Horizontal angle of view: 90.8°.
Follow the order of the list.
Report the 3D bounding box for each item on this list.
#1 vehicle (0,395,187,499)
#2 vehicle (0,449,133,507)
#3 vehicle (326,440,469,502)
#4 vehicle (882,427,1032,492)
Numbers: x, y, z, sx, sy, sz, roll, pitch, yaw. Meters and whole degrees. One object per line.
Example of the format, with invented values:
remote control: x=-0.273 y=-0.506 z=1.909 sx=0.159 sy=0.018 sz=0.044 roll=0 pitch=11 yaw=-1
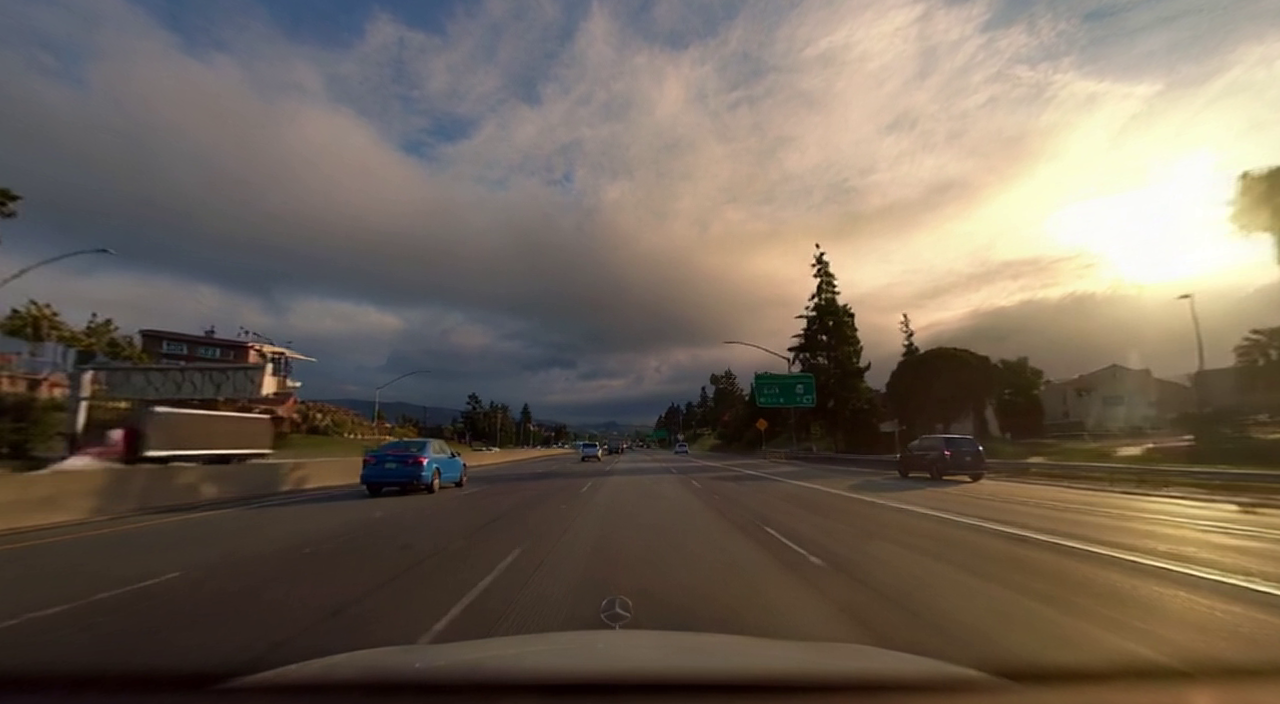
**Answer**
vehicle: x=-21.581 y=3.585 z=23.562 sx=3.068 sy=3.193 sz=8.494 roll=0 pitch=-9 yaw=-1
vehicle: x=-17.490 y=3.539 z=18.134 sx=1.955 sy=1.494 sz=4.733 roll=0 pitch=-9 yaw=0
vehicle: x=-6.552 y=3.269 z=17.833 sx=2.018 sy=1.480 sz=4.999 roll=0 pitch=-9 yaw=1
vehicle: x=9.662 y=3.334 z=19.797 sx=2.168 sy=1.792 sz=4.457 roll=0 pitch=-9 yaw=-3
